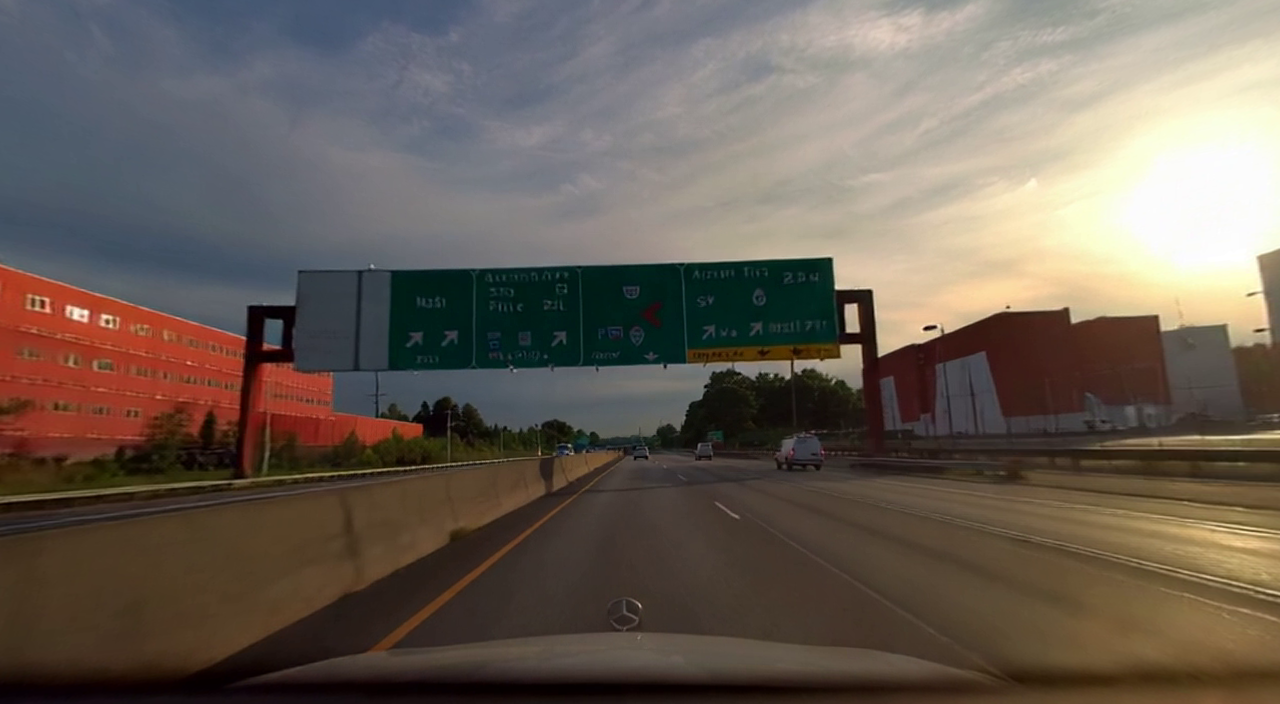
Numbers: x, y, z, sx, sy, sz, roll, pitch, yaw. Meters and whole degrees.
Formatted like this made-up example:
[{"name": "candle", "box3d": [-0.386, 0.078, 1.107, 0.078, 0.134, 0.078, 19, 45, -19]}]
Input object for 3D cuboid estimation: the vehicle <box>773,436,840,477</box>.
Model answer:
[{"name": "vehicle", "box3d": [8.670, 5.500, 33.228, 2.156, 1.943, 5.010, 0, -9, 0]}]
